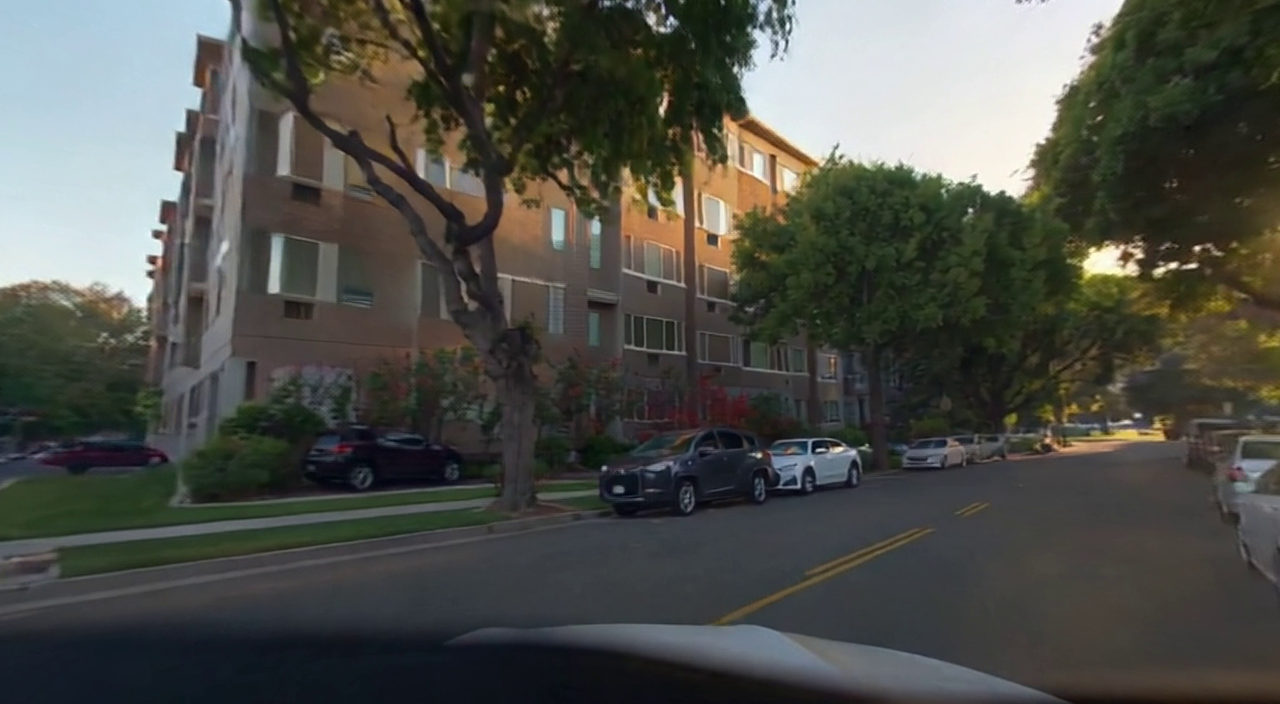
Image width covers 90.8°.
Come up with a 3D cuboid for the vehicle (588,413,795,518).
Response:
[{"bbox_3d":[1.236,2.213,12.964,1.946,1.744,4.584,-6,-10,38],"label":"vehicle"}]

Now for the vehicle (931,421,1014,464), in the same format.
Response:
[{"bbox_3d":[16.173,4.326,30.526,2.229,1.869,5.791,-8,-10,39],"label":"vehicle"}]

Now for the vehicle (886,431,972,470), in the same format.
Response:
[{"bbox_3d":[11.870,3.972,25.786,1.921,1.463,4.313,-7,-10,41],"label":"vehicle"}]

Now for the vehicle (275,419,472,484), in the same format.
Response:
[{"bbox_3d":[-6.760,2.573,16.713,1.812,1.458,4.714,-3,-8,26],"label":"vehicle"}]

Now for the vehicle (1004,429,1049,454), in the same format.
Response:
[{"bbox_3d":[25.387,5.862,41.403,1.939,1.513,4.401,-6,-10,38],"label":"vehicle"}]

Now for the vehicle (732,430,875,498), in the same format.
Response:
[{"bbox_3d":[4.471,2.847,16.768,1.902,1.478,4.696,-7,-9,37],"label":"vehicle"}]
